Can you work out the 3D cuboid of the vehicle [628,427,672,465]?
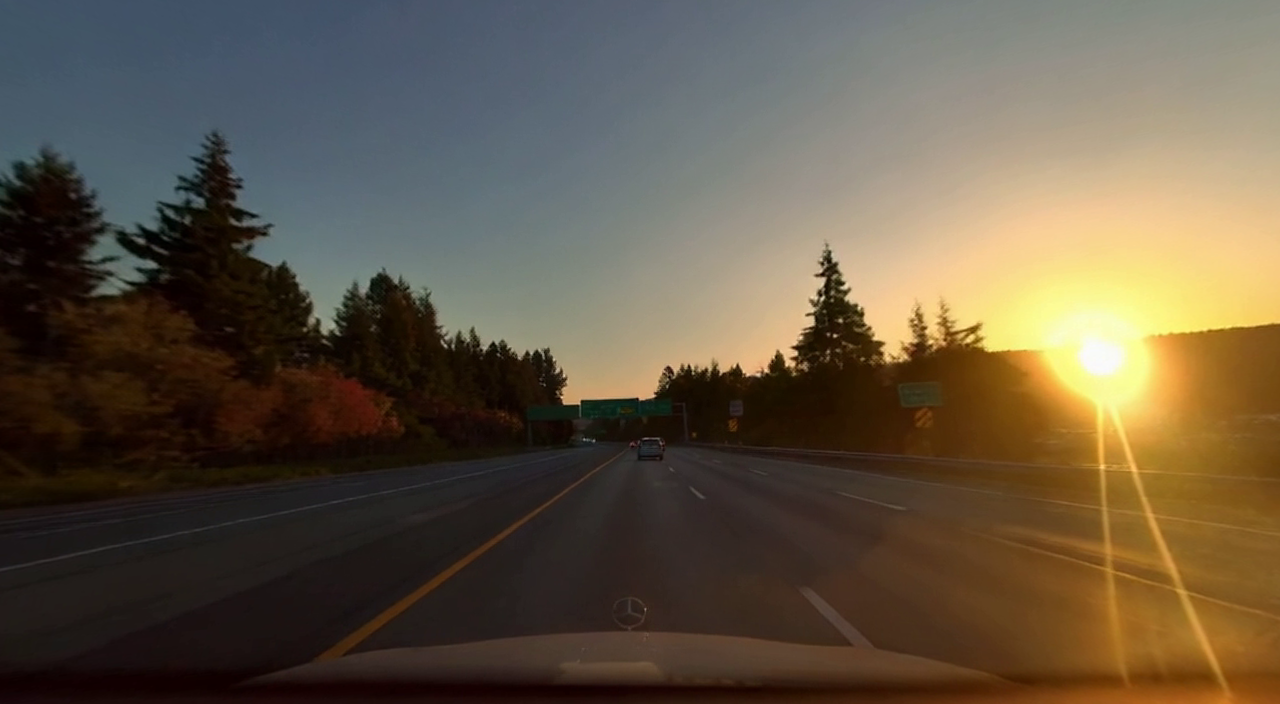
[{"bbox_3d":[0.545,5.151,34.598,2.301,1.944,4.554,0,-8,1],"label":"vehicle"}]
